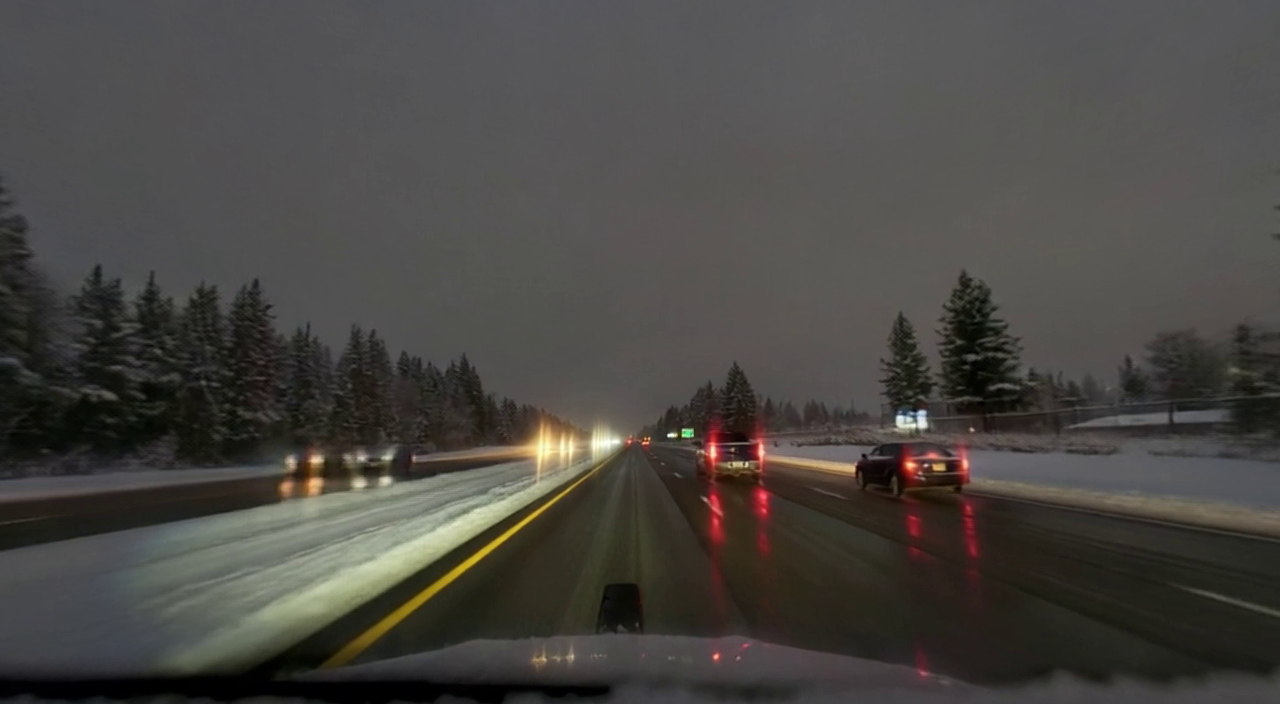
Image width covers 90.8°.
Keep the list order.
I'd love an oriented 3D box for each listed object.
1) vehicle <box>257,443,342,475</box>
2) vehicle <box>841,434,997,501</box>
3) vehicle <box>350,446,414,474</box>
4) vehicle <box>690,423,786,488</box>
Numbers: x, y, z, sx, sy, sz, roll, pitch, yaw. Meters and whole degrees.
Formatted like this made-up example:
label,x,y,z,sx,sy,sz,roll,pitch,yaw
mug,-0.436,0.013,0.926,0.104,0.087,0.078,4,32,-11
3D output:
label,x,y,z,sx,sy,sz,roll,pitch,yaw
vehicle,-18.453,5.765,34.465,2.209,1.570,4.395,0,-8,-1
vehicle,6.822,2.851,16.027,2.009,1.456,4.097,0,-8,-1
vehicle,-14.521,6.086,35.840,1.834,1.458,4.259,0,-8,-1
vehicle,2.987,3.330,20.573,2.258,1.824,4.908,0,-8,-1
